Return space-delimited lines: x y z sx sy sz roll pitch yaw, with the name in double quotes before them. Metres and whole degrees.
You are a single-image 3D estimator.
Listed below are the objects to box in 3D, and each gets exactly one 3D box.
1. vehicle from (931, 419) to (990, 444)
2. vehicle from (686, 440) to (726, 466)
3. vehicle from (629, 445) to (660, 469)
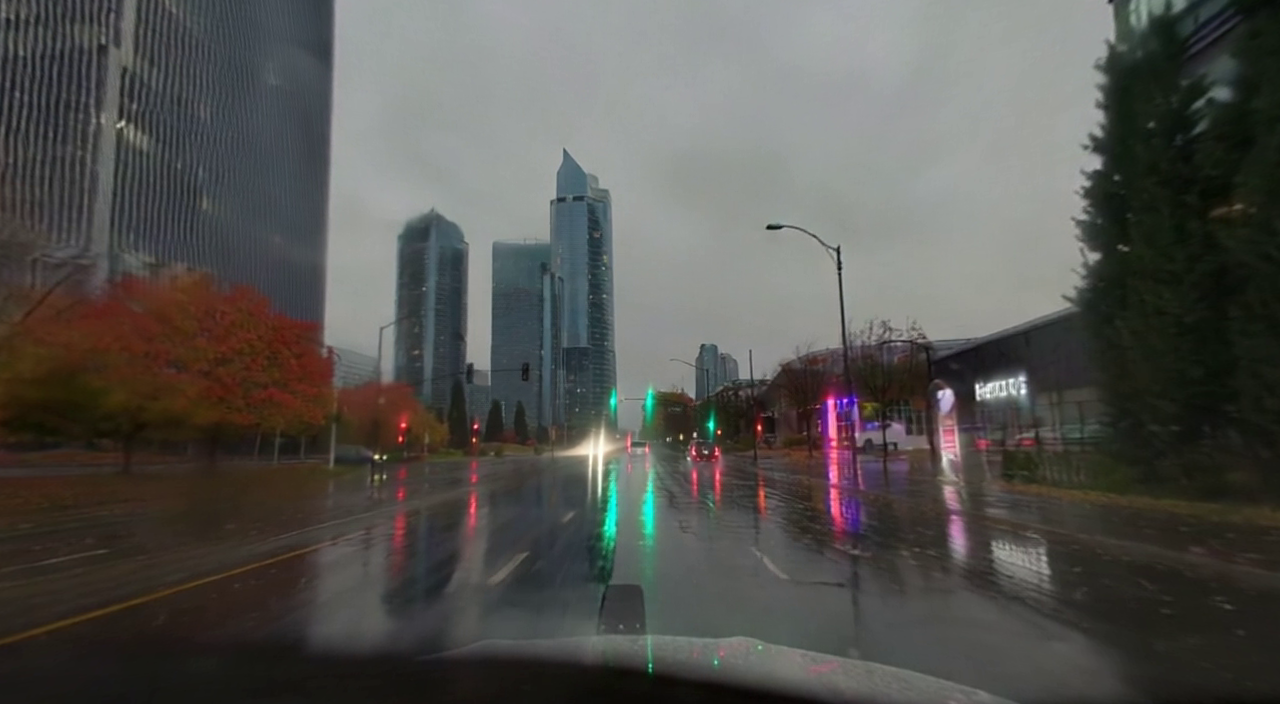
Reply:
"vehicle" 23.466 5.910 46.336 1.887 1.635 4.695 1 -10 0
"vehicle" 4.621 7.160 44.830 2.174 1.749 4.739 1 -9 -2
"vehicle" 0.257 7.145 43.138 2.014 1.525 4.197 0 -9 -2
